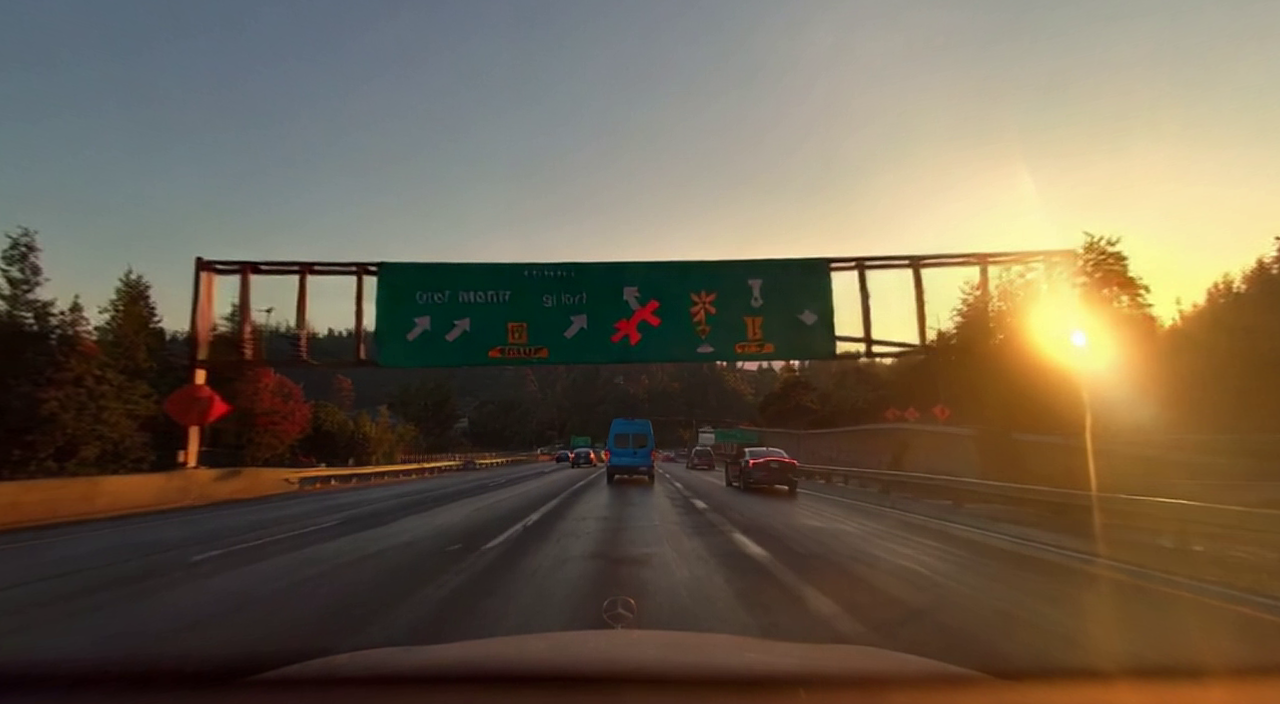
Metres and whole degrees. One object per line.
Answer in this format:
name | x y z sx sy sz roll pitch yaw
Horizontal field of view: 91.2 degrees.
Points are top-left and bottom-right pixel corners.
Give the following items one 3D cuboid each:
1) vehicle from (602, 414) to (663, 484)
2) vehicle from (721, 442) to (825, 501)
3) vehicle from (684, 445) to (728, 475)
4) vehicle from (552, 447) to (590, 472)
vehicle | -0.325 4.010 25.901 2.268 2.551 5.144 0 -9 -1
vehicle | 3.755 3.473 18.684 2.015 1.491 4.732 0 -9 -1
vehicle | 3.547 5.924 34.491 1.978 1.510 4.462 -1 -9 0
vehicle | -4.461 6.990 41.004 2.003 1.498 4.386 0 -9 -1
